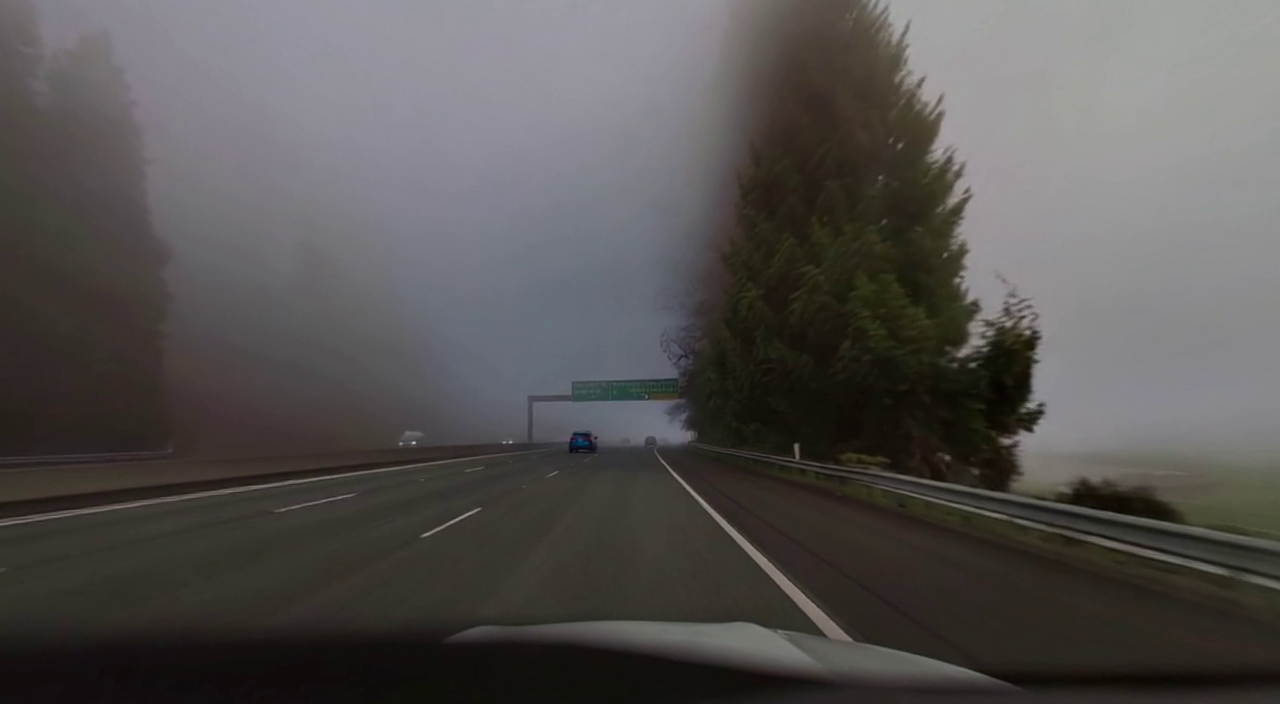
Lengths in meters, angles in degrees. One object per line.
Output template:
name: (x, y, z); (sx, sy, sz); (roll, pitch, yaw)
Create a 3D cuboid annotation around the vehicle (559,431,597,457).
vehicle: (-4.028, 6.070, 41.743); (2.052, 1.626, 4.514); (0, -8, 1)
